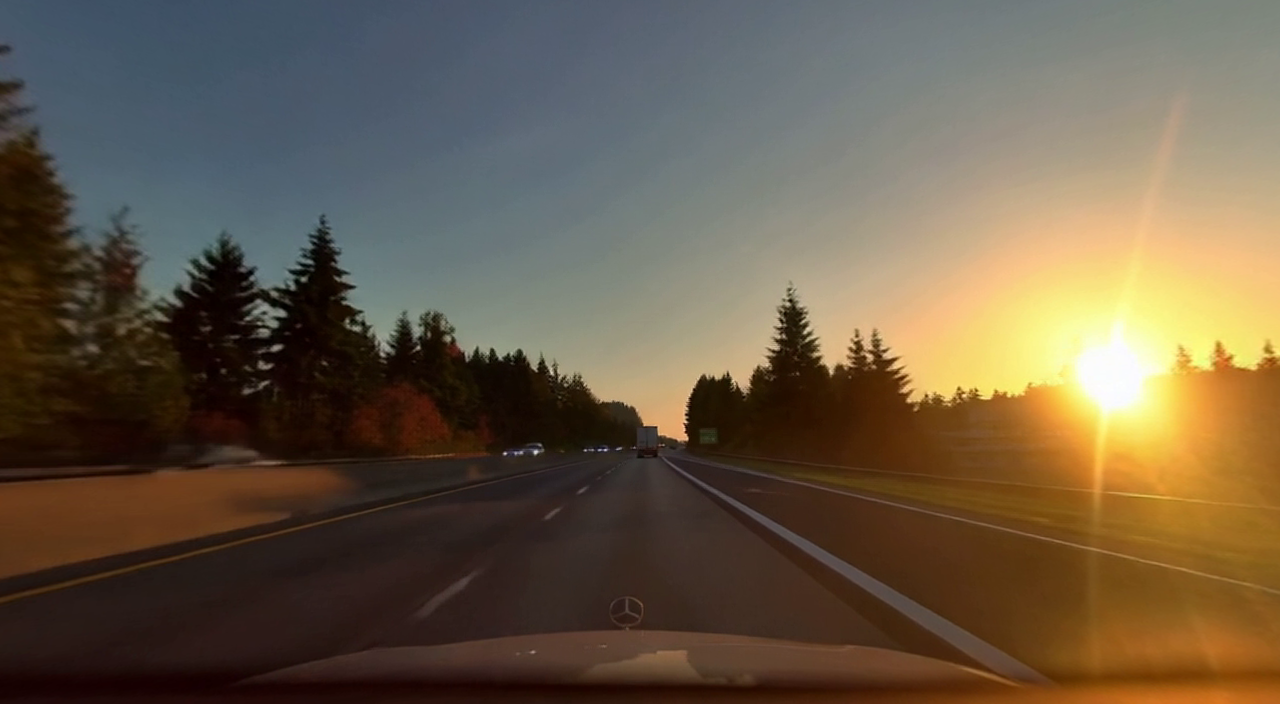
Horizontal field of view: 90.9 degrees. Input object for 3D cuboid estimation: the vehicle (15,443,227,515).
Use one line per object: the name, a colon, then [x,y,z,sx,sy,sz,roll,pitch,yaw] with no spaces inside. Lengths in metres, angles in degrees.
vehicle: [-12.000,2.924,14.963,1.761,1.451,3.782,0,-9,0]
